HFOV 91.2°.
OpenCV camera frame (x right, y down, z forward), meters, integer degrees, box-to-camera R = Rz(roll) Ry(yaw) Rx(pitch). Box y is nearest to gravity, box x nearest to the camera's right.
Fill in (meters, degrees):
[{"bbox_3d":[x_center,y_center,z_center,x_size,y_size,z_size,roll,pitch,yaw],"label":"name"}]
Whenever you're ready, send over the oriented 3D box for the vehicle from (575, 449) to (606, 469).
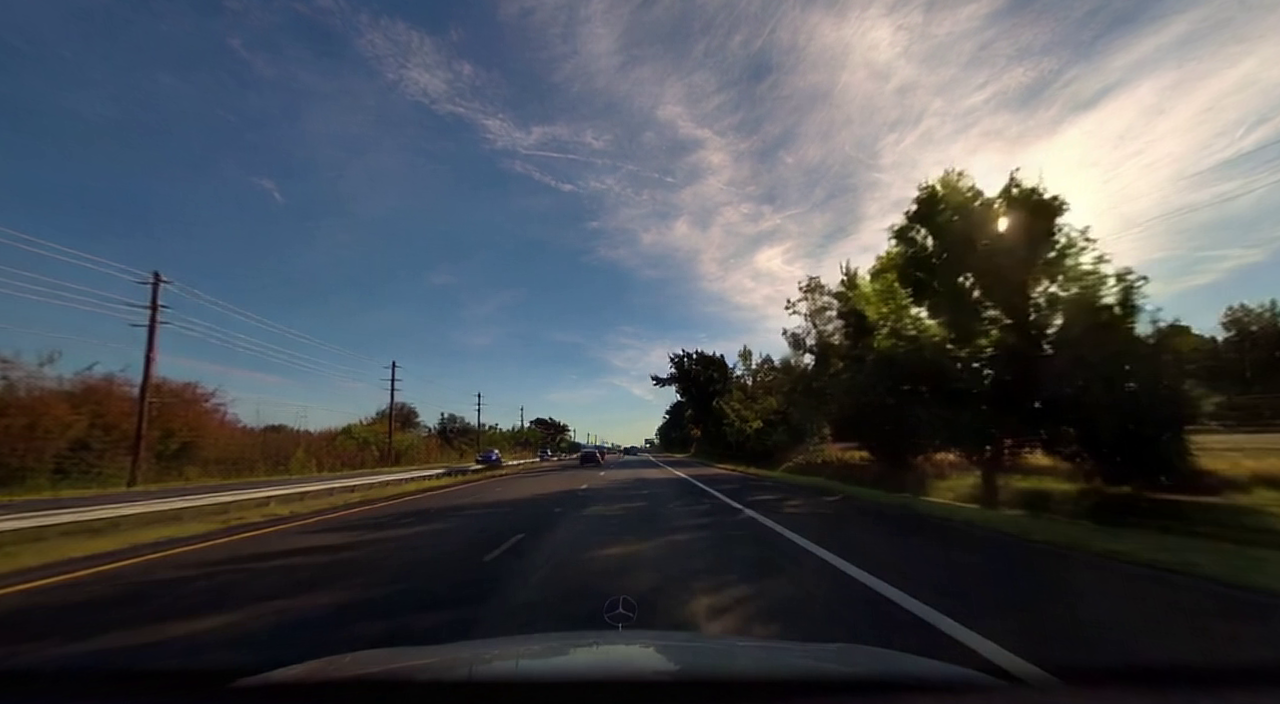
[{"bbox_3d":[-3.867,8.506,49.962,2.123,1.545,4.404,0,-9,0],"label":"vehicle"}]
